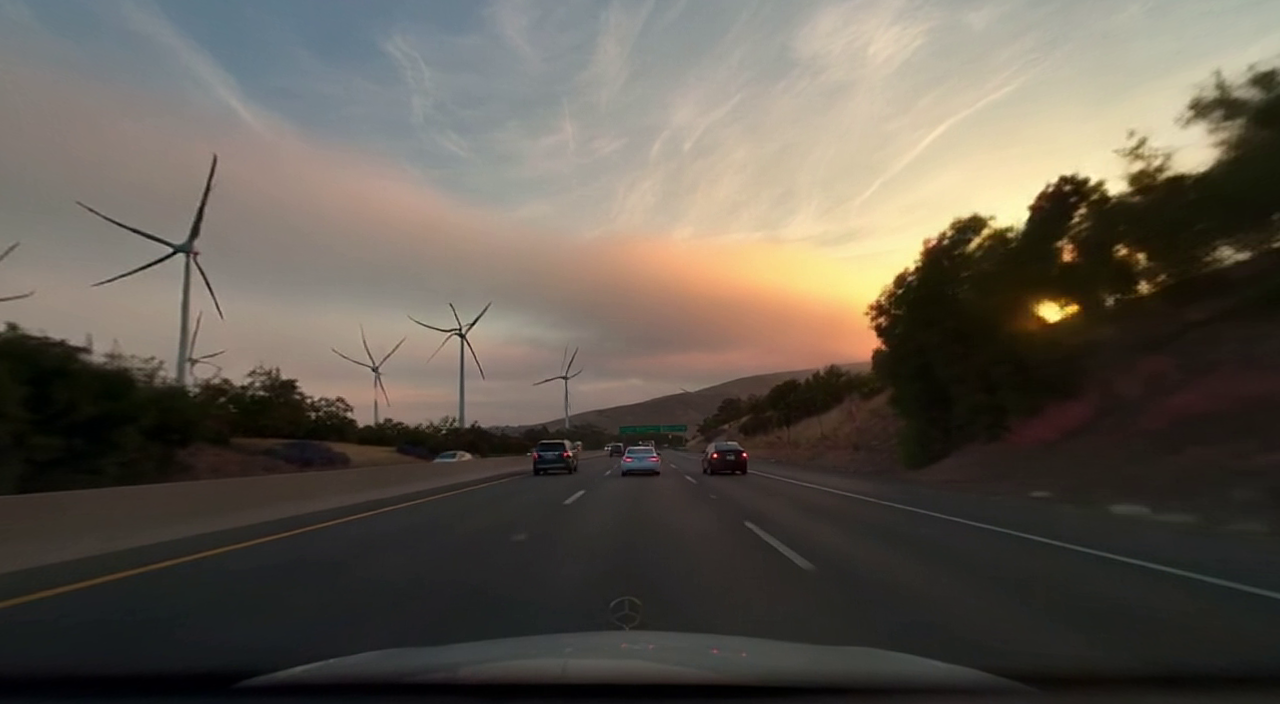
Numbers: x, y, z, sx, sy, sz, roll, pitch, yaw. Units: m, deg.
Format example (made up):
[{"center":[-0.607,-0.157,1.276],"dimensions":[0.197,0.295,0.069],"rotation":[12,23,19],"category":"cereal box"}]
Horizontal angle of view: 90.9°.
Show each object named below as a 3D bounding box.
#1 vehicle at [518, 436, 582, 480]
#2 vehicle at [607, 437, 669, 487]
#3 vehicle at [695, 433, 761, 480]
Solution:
[{"center":[-3.905,4.716,28.237],"dimensions":[2.131,1.784,4.635],"rotation":[0,-9,1],"category":"vehicle"},{"center":[-0.062,4.020,23.169],"dimensions":[2.083,1.653,3.787],"rotation":[0,-9,0],"category":"vehicle"},{"center":[3.756,4.578,27.779],"dimensions":[2.104,1.861,4.956],"rotation":[0,-9,-1],"category":"vehicle"}]
